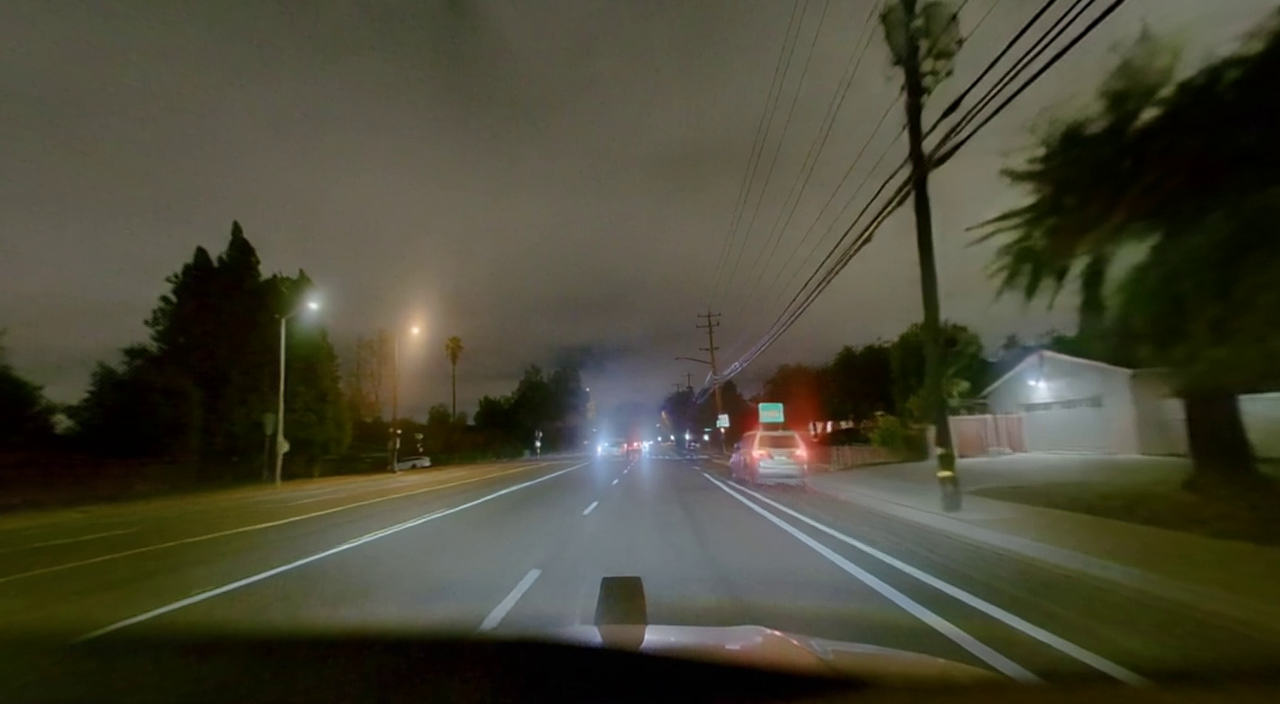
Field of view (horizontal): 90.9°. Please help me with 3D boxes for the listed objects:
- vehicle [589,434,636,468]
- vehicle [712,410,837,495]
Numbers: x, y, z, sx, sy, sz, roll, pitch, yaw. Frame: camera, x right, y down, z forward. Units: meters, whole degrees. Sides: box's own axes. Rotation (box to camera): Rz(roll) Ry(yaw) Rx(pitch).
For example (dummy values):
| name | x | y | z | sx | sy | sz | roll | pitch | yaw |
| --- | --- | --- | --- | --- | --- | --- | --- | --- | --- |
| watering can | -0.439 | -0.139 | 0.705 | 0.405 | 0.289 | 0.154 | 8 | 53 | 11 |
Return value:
| name | x | y | z | sx | sy | sz | roll | pitch | yaw |
| --- | --- | --- | --- | --- | --- | --- | --- | --- | --- |
| vehicle | -1.554 | 5.871 | 37.593 | 2.327 | 1.861 | 4.941 | -1 | -9 | 2 |
| vehicle | 3.917 | 3.113 | 19.788 | 2.622 | 2.137 | 6.267 | 2 | -9 | 1 |
